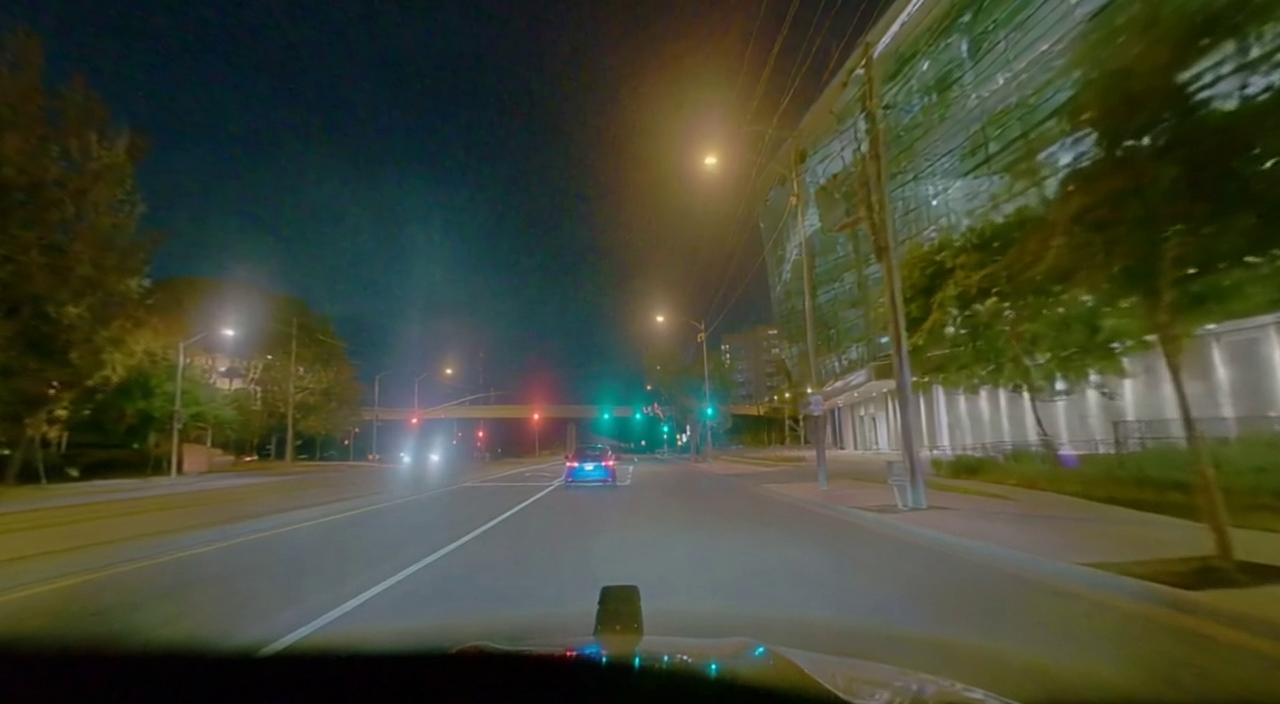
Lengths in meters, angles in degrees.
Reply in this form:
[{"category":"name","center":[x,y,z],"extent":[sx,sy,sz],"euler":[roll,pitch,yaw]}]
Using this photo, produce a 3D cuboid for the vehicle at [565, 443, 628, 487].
[{"category":"vehicle","center":[-1.571,4.215,23.948],"extent":[2.154,1.465,4.532],"euler":[0,-9,-2]}]
